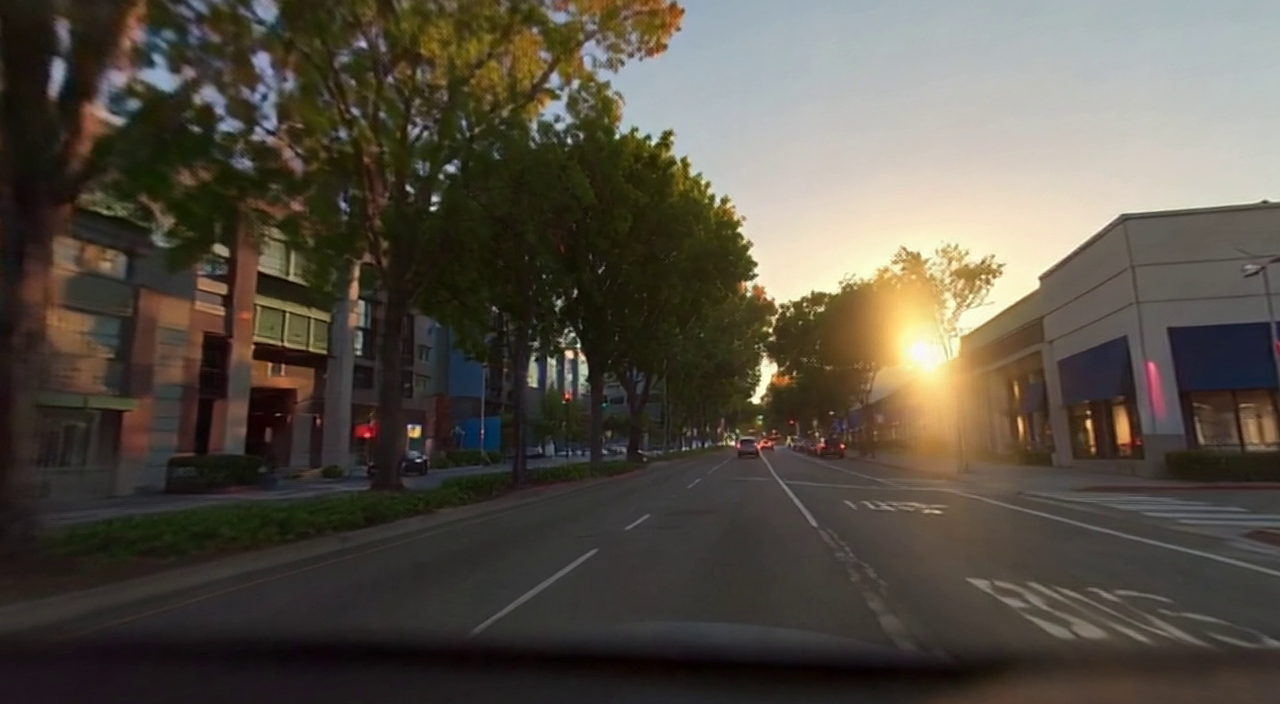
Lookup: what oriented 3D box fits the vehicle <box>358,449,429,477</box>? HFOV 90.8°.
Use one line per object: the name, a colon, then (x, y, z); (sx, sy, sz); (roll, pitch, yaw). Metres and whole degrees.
vehicle: (-14.548, 6.566, 37.582); (1.840, 1.440, 4.442); (-4, -9, 11)
